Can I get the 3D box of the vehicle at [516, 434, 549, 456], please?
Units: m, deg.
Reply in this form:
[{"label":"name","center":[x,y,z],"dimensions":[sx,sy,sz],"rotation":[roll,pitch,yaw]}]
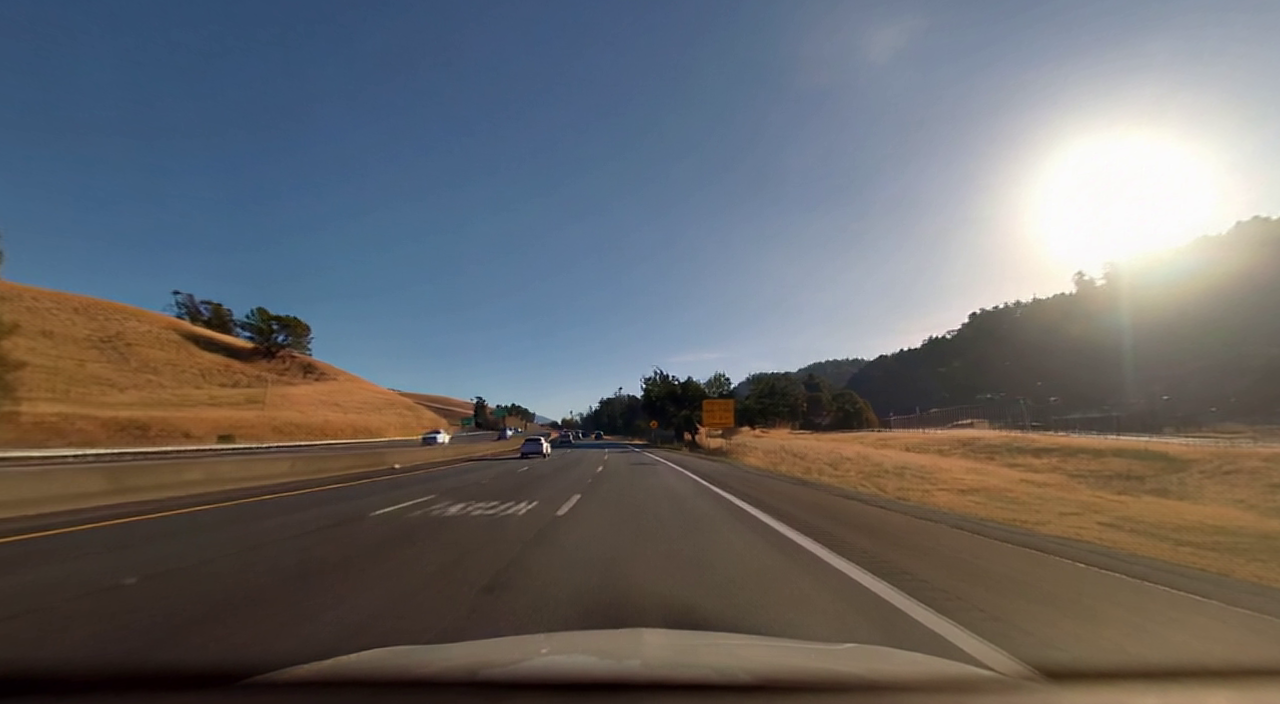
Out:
[{"label":"vehicle","center":[-8.205,7.135,48.378],"dimensions":[1.931,1.608,3.977],"rotation":[0,-8,-2]}]
